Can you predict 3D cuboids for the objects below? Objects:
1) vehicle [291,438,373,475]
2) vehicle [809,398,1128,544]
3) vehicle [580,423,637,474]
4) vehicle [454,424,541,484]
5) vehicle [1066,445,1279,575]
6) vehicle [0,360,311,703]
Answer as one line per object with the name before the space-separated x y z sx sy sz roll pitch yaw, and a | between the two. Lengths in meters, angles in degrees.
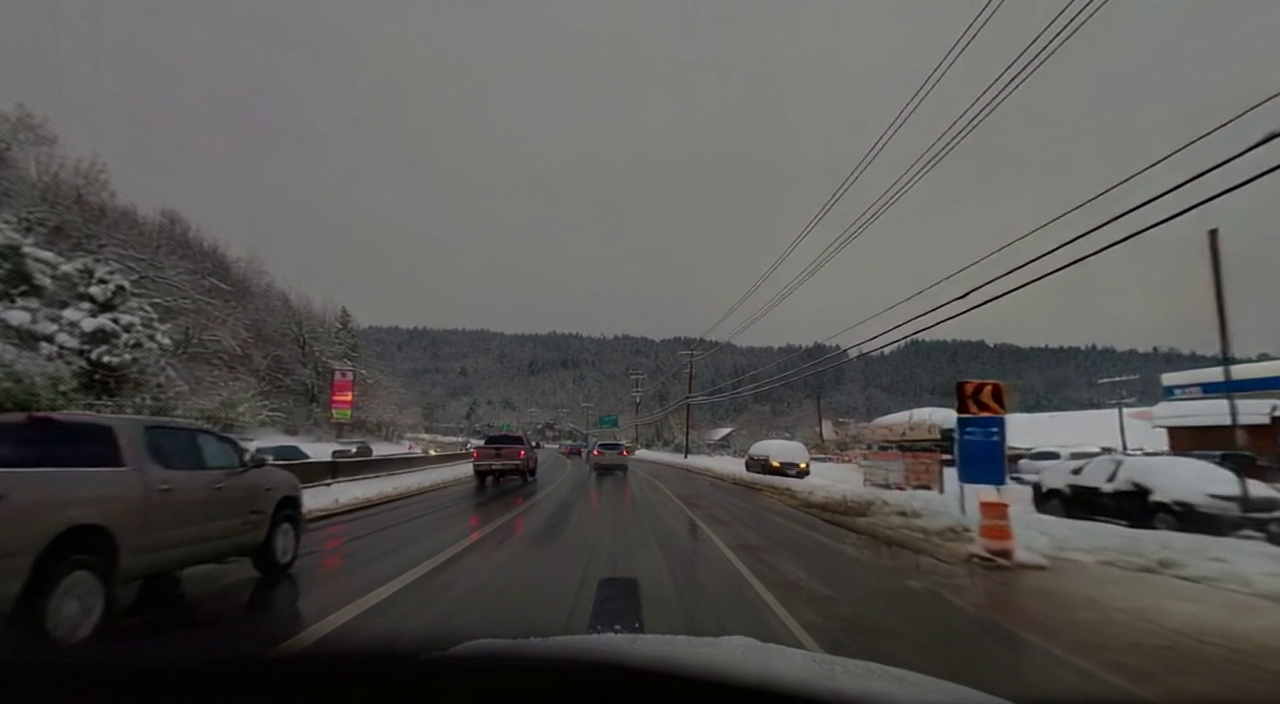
vehicle | -14.436 4.913 29.910 1.930 1.591 4.408 1 -9 -4
vehicle | 5.924 2.303 12.979 2.706 2.199 6.527 0 -9 -4
vehicle | -1.651 4.729 31.072 2.486 2.280 5.291 1 -9 -6
vehicle | -5.296 3.893 24.384 2.345 2.012 5.693 0 -9 -3
vehicle | 9.358 2.403 10.250 1.933 1.480 4.249 2 -6 -1
vehicle | -4.358 1.027 3.964 2.185 1.721 4.550 0 -8 -1
